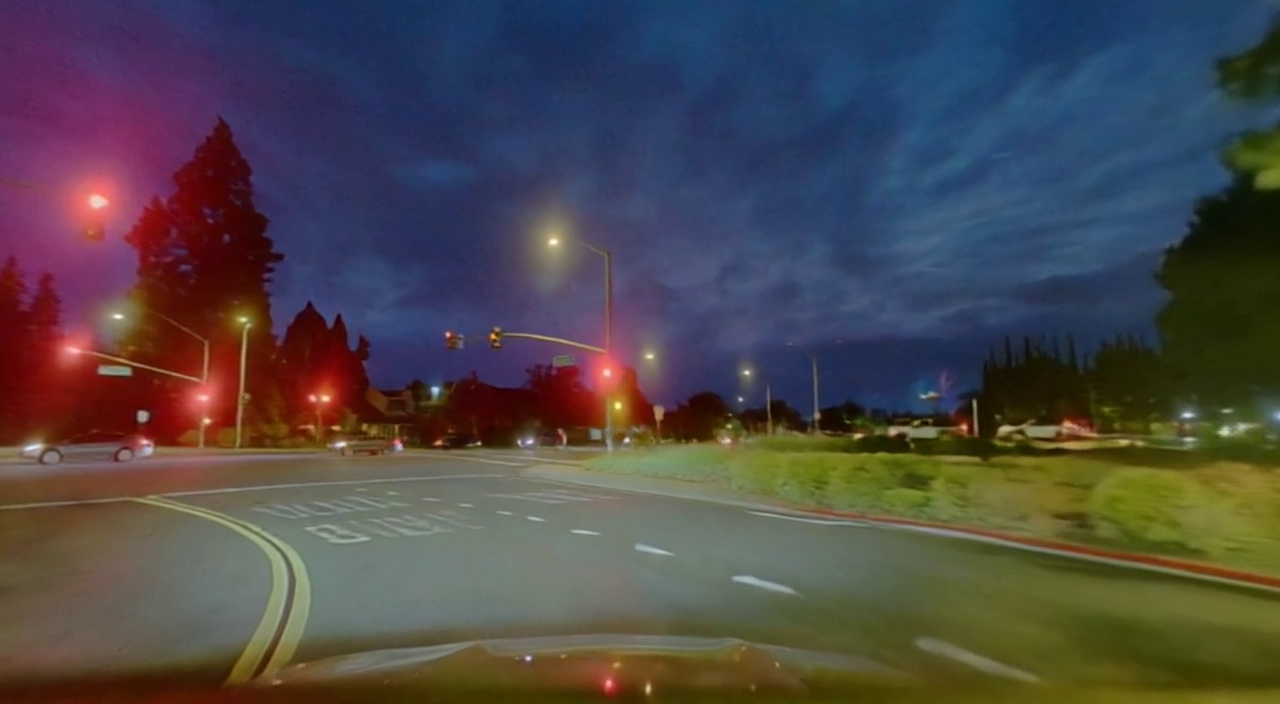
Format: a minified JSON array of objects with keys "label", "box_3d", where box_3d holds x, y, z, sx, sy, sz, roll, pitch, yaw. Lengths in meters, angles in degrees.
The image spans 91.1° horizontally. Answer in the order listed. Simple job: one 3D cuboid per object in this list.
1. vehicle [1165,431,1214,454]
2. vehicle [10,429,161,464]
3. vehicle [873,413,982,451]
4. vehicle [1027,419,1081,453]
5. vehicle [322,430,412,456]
[{"label":"vehicle","box_3d":[34.663,5.731,39.716,1.844,1.408,4.212,-6,-10,35]},{"label":"vehicle","box_3d":[-25.461,4.365,29.007,1.847,1.461,4.853,-7,-11,38]},{"label":"vehicle","box_3d":[18.376,5.172,40.286,5.939,2.249,2.437,-6,-10,33]},{"label":"vehicle","box_3d":[25.323,5.185,38.587,2.402,1.920,5.467,-5,-10,30]},{"label":"vehicle","box_3d":[-16.916,5.668,39.115,1.828,1.462,4.740,-7,-11,39]}]
